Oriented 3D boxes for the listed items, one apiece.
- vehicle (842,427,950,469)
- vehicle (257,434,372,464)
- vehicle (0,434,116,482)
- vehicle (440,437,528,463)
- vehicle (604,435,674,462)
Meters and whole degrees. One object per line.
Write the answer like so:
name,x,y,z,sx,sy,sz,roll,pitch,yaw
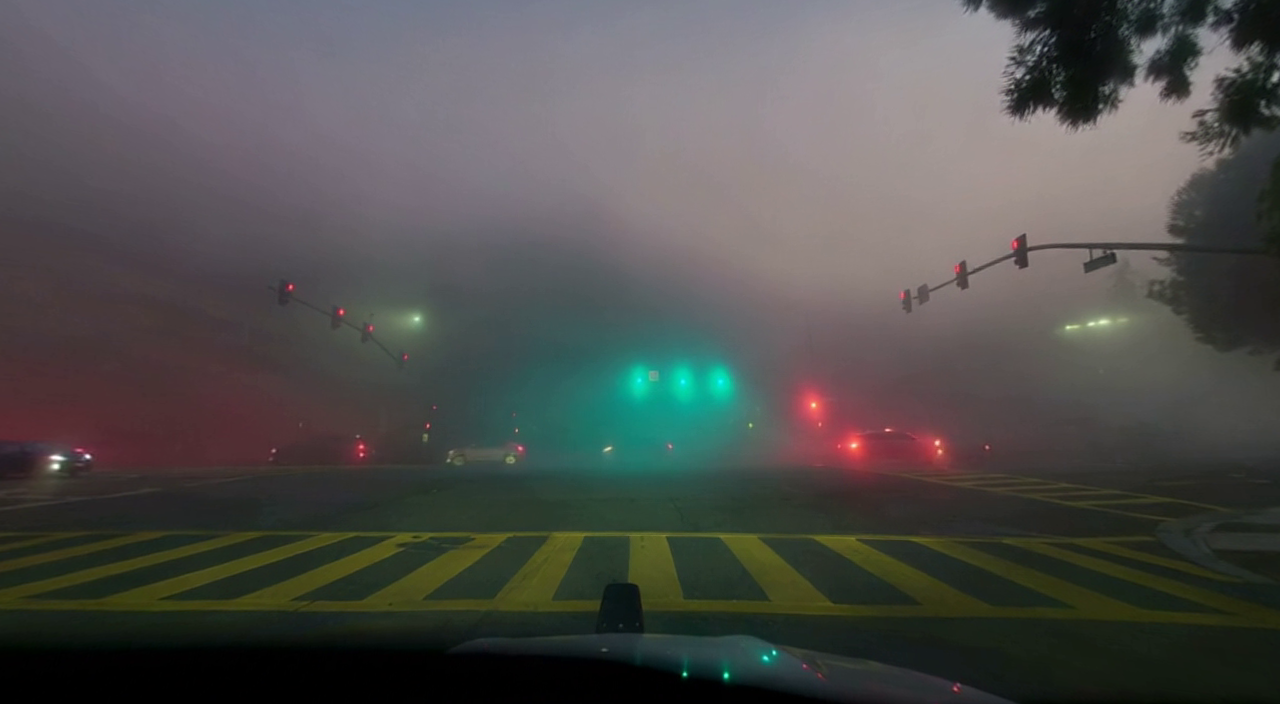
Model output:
vehicle,11.851,4.425,29.199,4.662,1.764,2.064,4,-10,-28
vehicle,-20.789,6.232,40.508,6.133,1.833,2.155,0,-9,1
vehicle,-21.587,3.708,22.138,4.624,1.593,2.018,0,-9,0
vehicle,-9.130,5.801,37.271,4.724,1.452,1.870,0,-9,0
vehicle,-0.049,6.277,41.130,4.488,1.667,1.869,-1,-9,1
